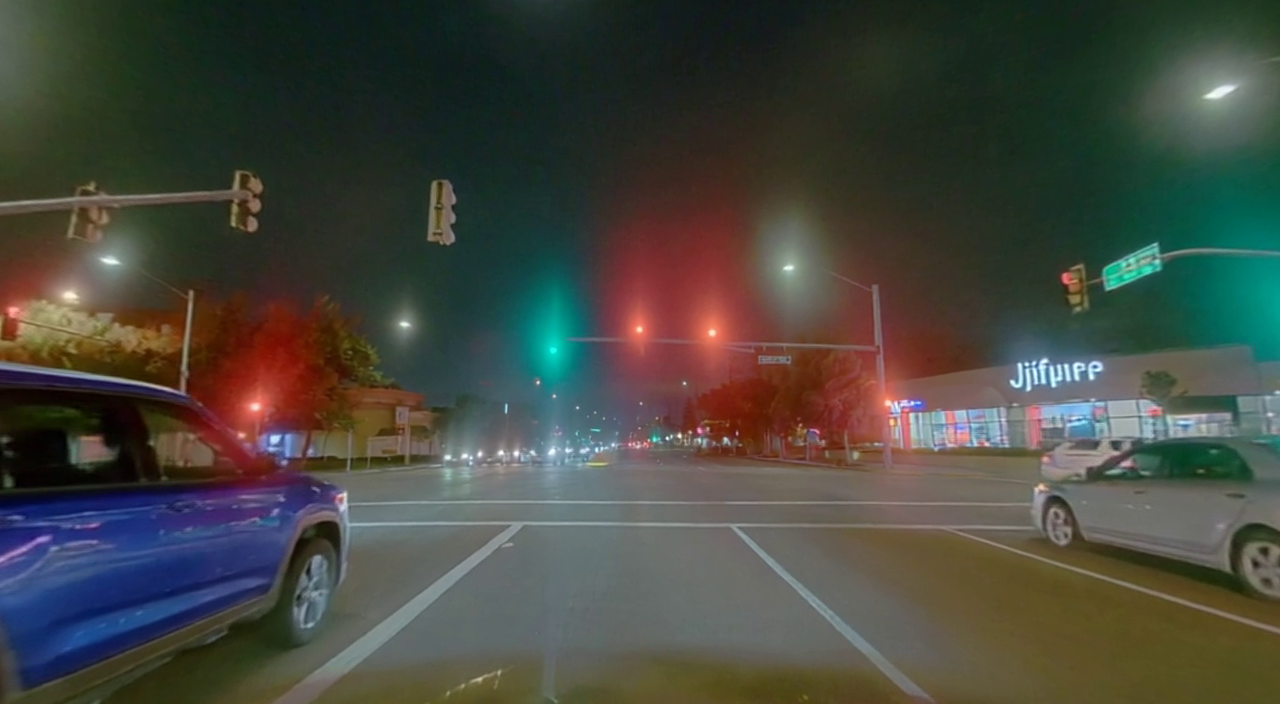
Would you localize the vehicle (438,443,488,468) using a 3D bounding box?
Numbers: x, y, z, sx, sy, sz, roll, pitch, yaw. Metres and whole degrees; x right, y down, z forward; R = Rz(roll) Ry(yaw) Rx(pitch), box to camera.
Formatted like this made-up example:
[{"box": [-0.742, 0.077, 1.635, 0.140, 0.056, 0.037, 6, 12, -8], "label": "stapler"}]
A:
[{"box": [-11.362, 6.666, 40.839, 2.003, 1.476, 4.082, 0, -8, 1], "label": "vehicle"}]

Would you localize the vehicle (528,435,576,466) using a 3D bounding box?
[{"box": [-5.457, 6.222, 40.035, 2.384, 1.787, 5.038, 0, -8, -1], "label": "vehicle"}]

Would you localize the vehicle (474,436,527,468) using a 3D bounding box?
[{"box": [-8.445, 6.120, 38.776, 2.273, 1.791, 4.809, 0, -8, -1], "label": "vehicle"}]

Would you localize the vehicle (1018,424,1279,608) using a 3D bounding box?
[{"box": [6.162, 1.475, 6.143, 1.972, 1.476, 4.775, 0, -8, -1], "label": "vehicle"}]

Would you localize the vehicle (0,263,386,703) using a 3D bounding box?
[{"box": [-3.345, 0.777, 2.944, 2.313, 1.883, 5.016, 0, -9, -1], "label": "vehicle"}]
